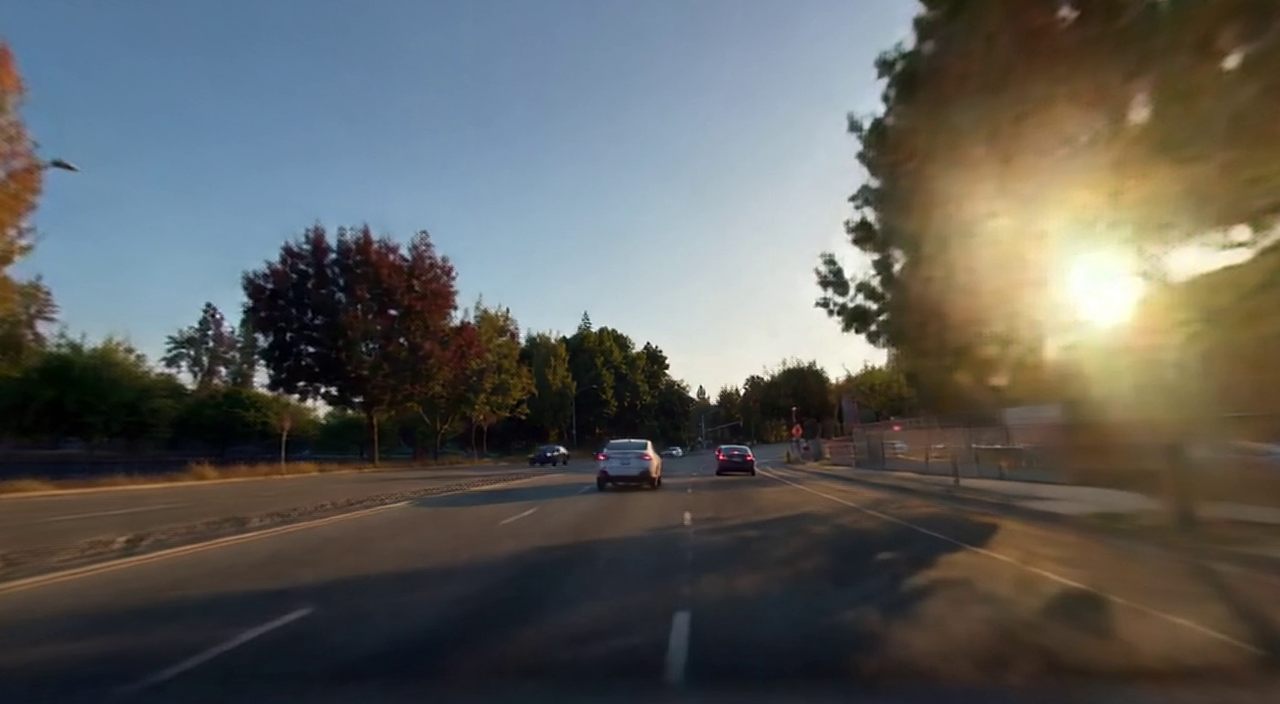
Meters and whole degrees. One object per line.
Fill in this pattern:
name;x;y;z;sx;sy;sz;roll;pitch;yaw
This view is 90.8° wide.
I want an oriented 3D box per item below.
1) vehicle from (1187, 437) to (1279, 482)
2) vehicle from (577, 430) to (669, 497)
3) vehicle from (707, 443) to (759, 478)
vehicle;21.415;3.810;22.701;4.404;1.469;1.947;7;-11;-42
vehicle;-0.340;3.206;18.496;2.105;1.676;4.541;-1;-9;6
vehicle;4.112;4.850;28.486;2.147;1.474;4.083;-1;-9;6
